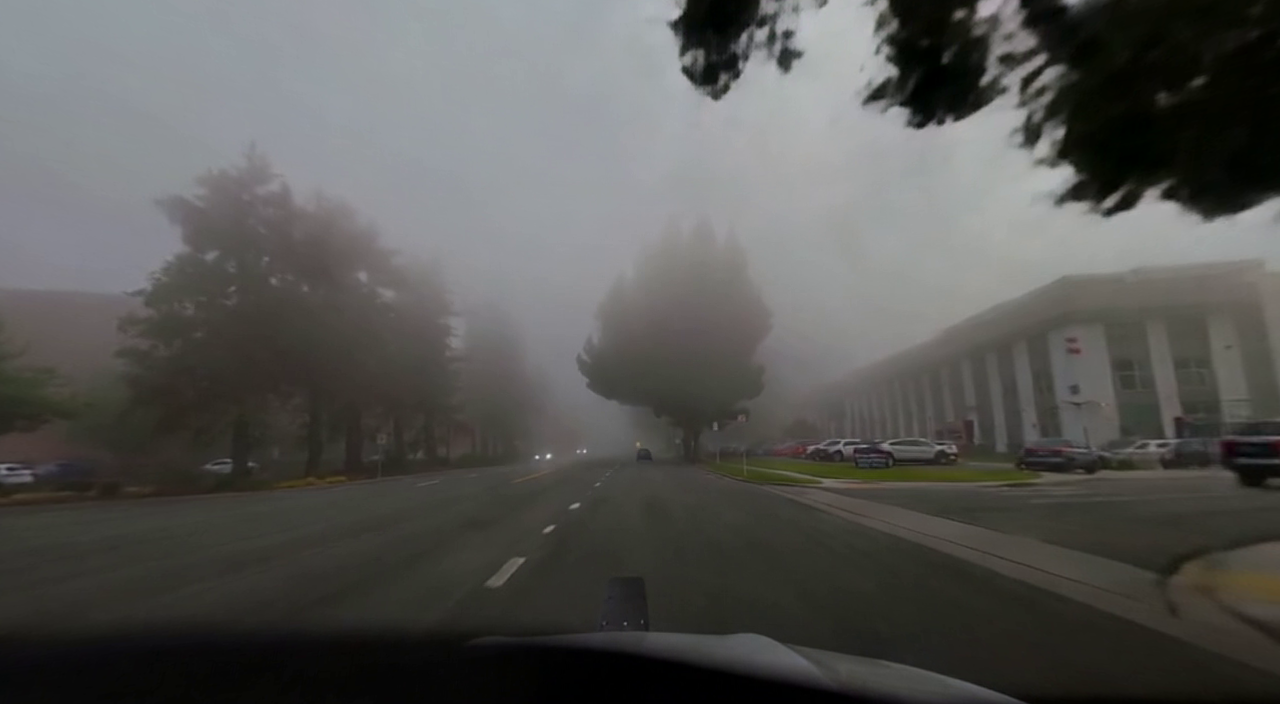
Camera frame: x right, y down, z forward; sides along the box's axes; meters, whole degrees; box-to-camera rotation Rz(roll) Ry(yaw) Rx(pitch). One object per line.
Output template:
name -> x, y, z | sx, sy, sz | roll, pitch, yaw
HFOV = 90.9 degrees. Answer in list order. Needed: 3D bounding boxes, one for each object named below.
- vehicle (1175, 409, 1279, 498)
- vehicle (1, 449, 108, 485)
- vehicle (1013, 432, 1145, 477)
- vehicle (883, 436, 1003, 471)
vehicle -> 15.473, 2.236, 14.358 | 4.655, 1.828, 2.223 | -1, -8, -6
vehicle -> -38.650, 7.574, 41.736 | 4.529, 2.241, 2.471 | 0, -8, -1
vehicle -> 18.785, 4.400, 27.349 | 1.991, 1.682, 4.877 | -3, -8, -3
vehicle -> 14.746, 4.973, 30.861 | 4.854, 1.649, 1.886 | 0, -9, -2
